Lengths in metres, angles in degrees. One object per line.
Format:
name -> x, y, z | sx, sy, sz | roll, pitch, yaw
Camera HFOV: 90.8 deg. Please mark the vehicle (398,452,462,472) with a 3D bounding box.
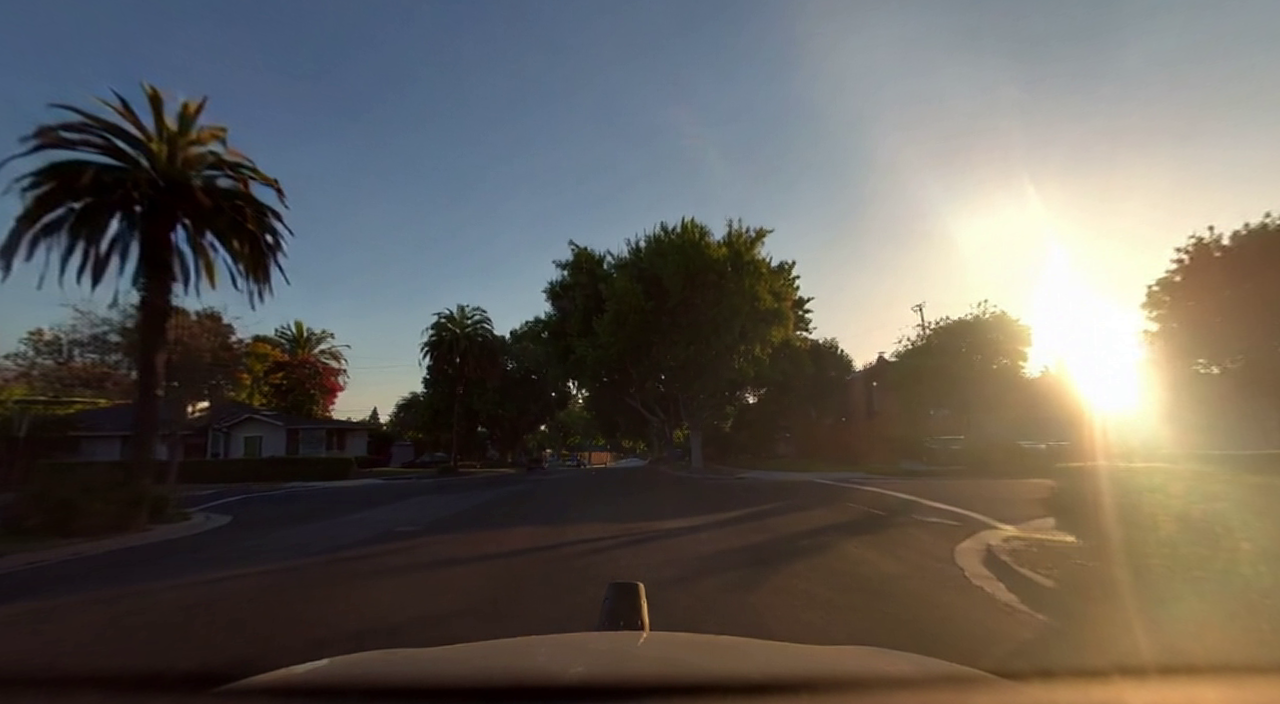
vehicle -> -16.559, 8.656, 49.967 | 4.358, 1.516, 2.077 | 1, -9, -4
